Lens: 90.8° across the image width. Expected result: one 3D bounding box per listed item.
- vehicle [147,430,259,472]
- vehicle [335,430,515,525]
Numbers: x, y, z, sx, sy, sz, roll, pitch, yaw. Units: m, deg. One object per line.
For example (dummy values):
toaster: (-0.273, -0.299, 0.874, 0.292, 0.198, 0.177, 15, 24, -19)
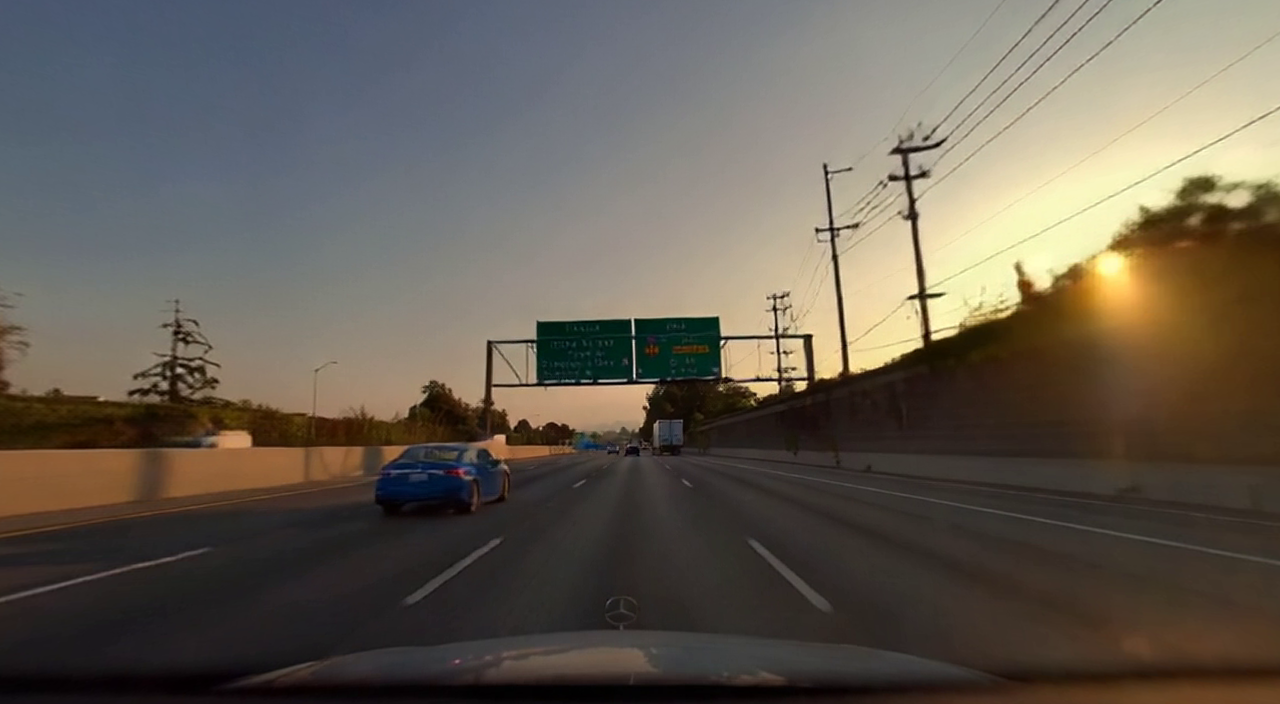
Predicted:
vehicle: (-25.388, 5.778, 37.065, 2.579, 2.265, 5.572, 0, -9, -1)
vehicle: (-3.926, 2.370, 12.433, 2.009, 1.533, 4.175, 0, -9, 1)
